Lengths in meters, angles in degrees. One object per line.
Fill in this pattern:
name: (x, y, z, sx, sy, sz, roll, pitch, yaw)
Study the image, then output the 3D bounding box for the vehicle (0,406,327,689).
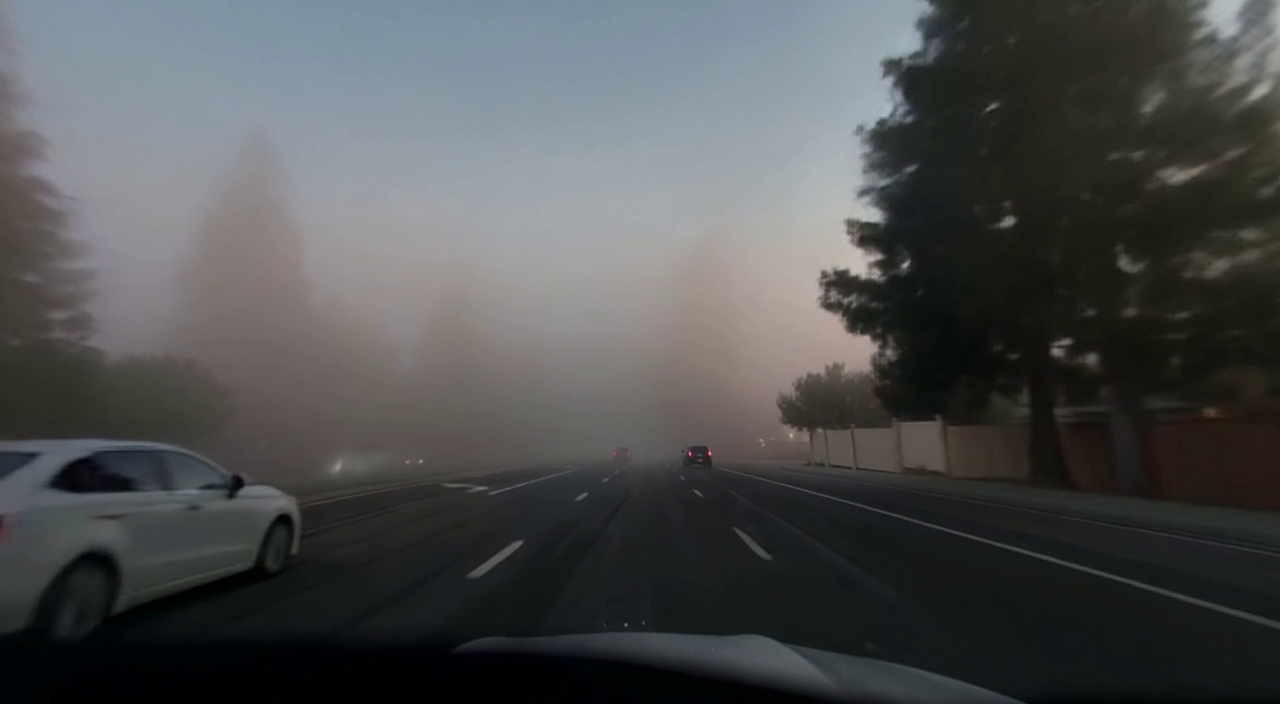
vehicle: (-4.531, 1.298, 5.000, 1.966, 1.524, 4.410, 0, -8, -2)

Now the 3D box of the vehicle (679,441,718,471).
vehicle: (3.737, 6.736, 41.086, 2.114, 1.780, 4.445, 0, -8, 0)
